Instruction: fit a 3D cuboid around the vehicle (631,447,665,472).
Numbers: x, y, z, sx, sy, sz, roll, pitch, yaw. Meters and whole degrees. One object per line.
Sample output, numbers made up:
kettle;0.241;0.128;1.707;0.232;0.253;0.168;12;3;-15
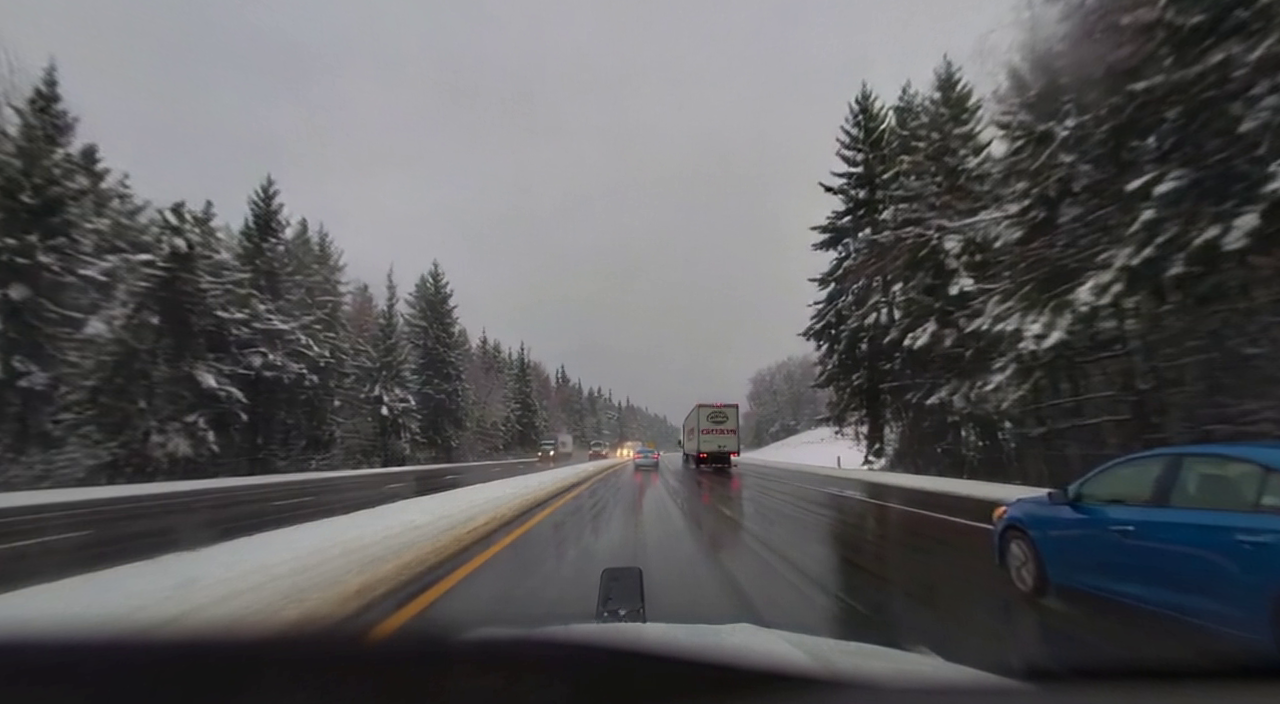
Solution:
vehicle;0.513;6.752;39.780;2.074;1.475;3.960;0;-9;1

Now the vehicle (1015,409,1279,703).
vehicle;4.221;1.088;3.284;2.169;1.531;3.775;0;-9;0

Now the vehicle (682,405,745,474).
vehicle;4.858;6.362;44.972;2.909;4.074;14.457;0;-9;1
